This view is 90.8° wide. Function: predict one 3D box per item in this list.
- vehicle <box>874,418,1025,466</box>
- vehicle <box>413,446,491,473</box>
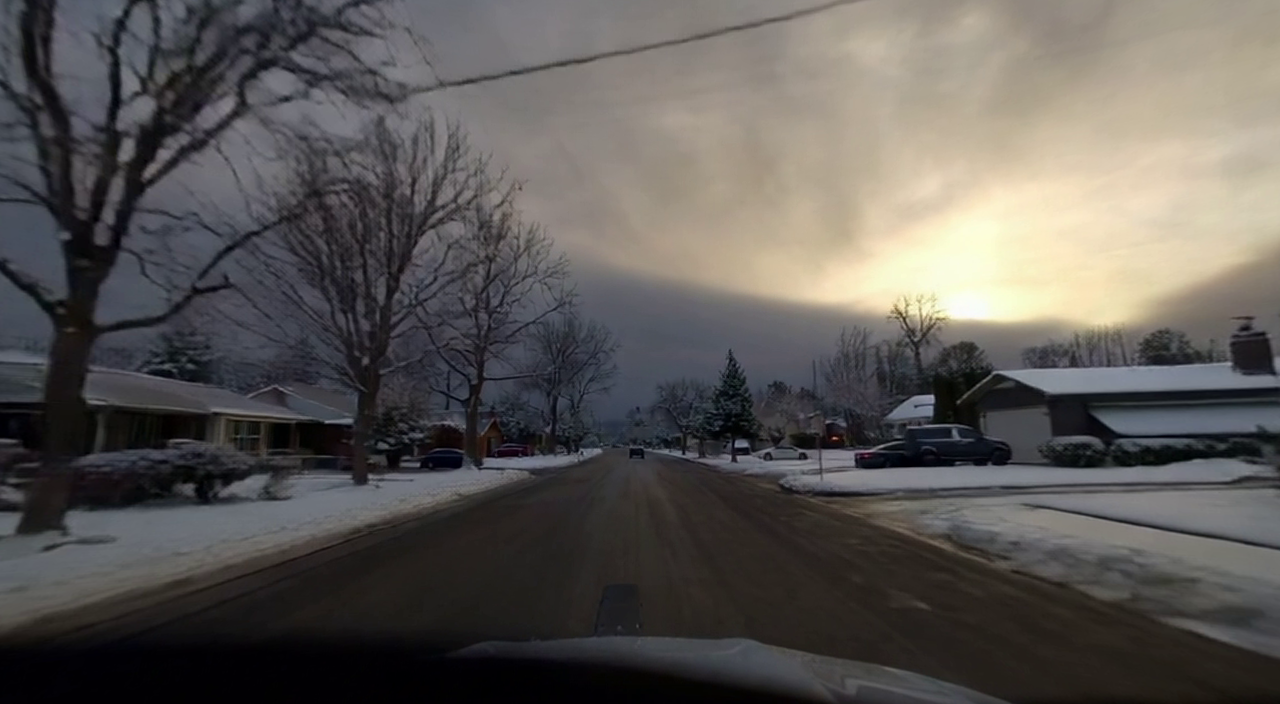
[{"bbox_3d":[12.780,3.788,26.411,5.049,1.845,2.327,-1,-9,0],"label":"vehicle"},{"bbox_3d":[-13.211,7.593,44.738,4.887,1.788,2.006,1,-9,-3],"label":"vehicle"}]
